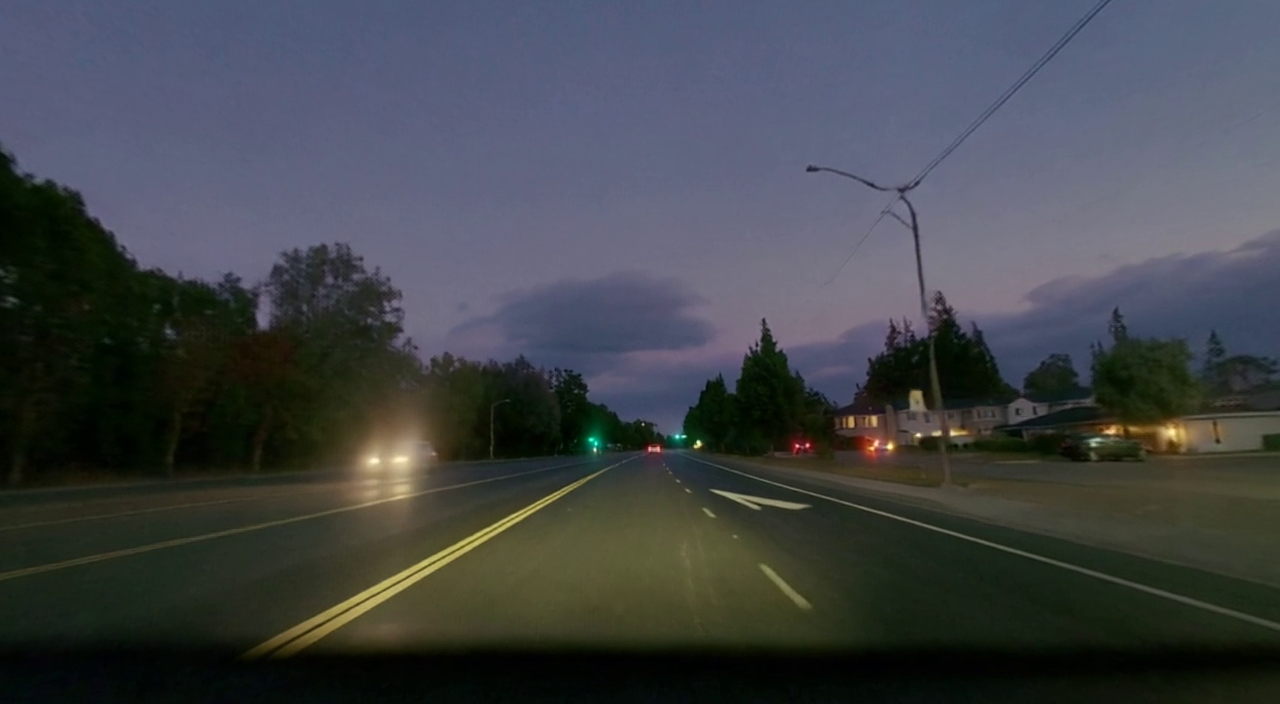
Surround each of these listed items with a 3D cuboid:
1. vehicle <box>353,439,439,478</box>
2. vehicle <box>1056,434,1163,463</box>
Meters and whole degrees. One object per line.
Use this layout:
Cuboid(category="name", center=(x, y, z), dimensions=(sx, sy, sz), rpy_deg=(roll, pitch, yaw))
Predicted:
Cuboid(category="vehicle", center=(-12.217, 5.356, 32.072), dimensions=(2.134, 1.782, 4.916), rpy_deg=(-1, -8, 4))
Cuboid(category="vehicle", center=(26.584, 5.448, 35.859), dimensions=(4.580, 1.598, 2.010), rpy_deg=(1, -8, -5))
